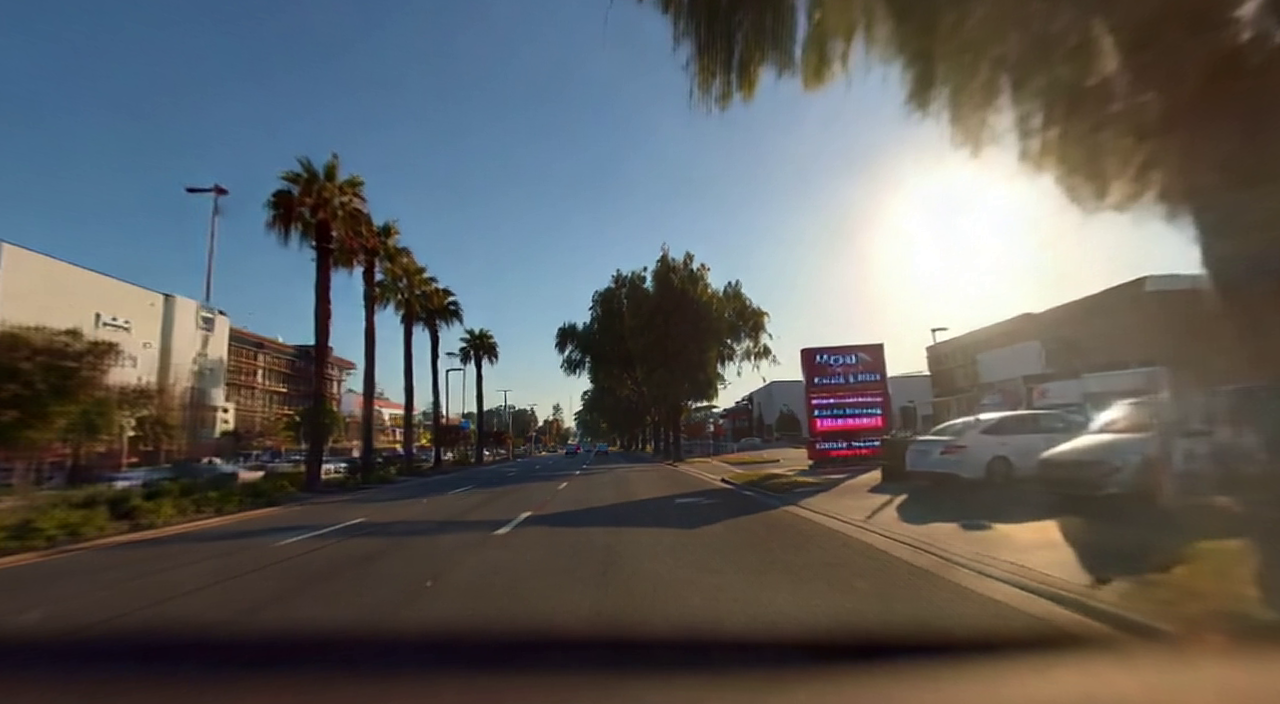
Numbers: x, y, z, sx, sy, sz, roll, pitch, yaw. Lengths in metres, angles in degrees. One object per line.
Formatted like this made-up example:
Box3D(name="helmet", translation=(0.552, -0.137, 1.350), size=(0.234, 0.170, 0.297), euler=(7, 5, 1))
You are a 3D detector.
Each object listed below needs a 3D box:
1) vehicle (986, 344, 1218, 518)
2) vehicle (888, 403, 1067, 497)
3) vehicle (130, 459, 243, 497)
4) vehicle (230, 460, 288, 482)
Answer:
Box3D(name="vehicle", translation=(9.908, 1.698, 13.334), size=(5.942, 2.851, 2.531), euler=(7, -11, -42))
Box3D(name="vehicle", translation=(8.778, 2.480, 16.225), size=(5.154, 2.026, 2.257), euler=(7, -11, -41))
Box3D(name="vehicle", translation=(-21.386, 5.908, 30.084), size=(1.970, 1.511, 4.836), euler=(0, -8, -3))
Box3D(name="vehicle", translation=(-28.868, 9.044, 48.068), size=(1.807, 1.446, 4.605), euler=(0, -8, -4))
